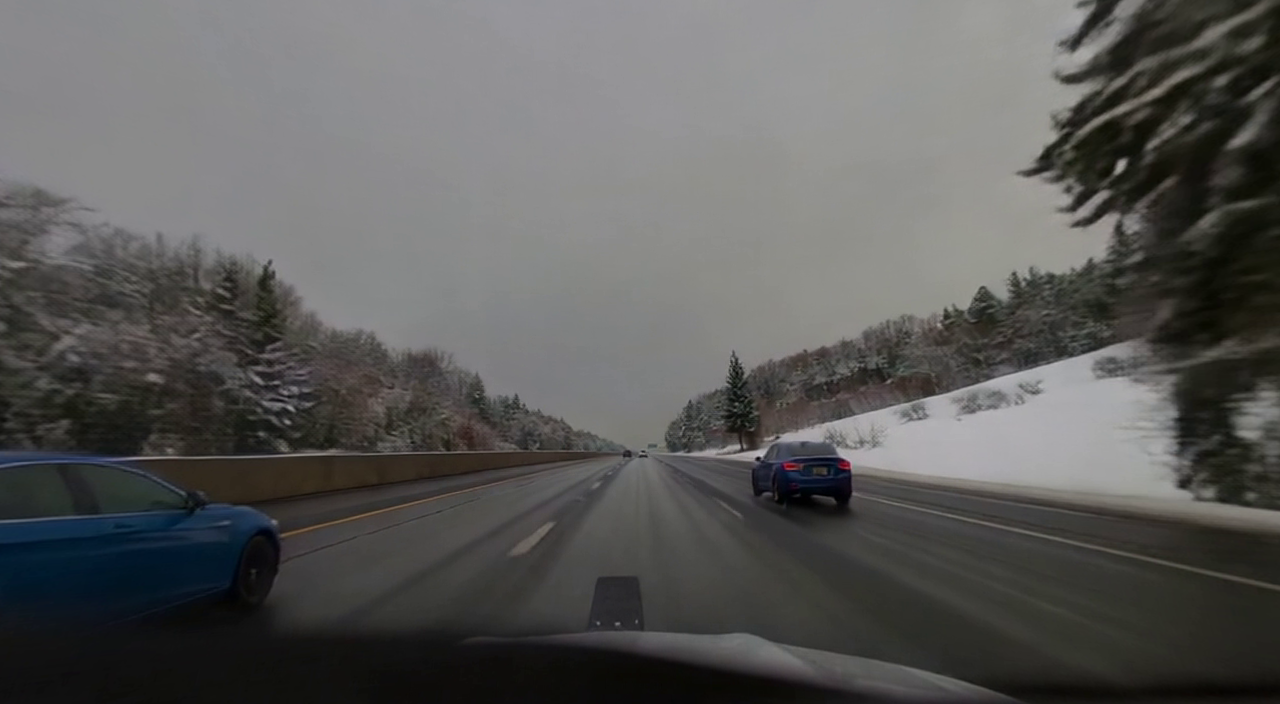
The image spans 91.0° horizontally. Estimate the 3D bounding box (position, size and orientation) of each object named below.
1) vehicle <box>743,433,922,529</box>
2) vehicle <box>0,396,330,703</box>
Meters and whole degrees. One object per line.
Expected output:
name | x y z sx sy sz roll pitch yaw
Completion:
vehicle | 3.600 2.517 12.911 2.146 1.573 4.661 0 -9 -1
vehicle | -3.944 1.103 3.664 2.010 1.550 4.376 0 -9 0
